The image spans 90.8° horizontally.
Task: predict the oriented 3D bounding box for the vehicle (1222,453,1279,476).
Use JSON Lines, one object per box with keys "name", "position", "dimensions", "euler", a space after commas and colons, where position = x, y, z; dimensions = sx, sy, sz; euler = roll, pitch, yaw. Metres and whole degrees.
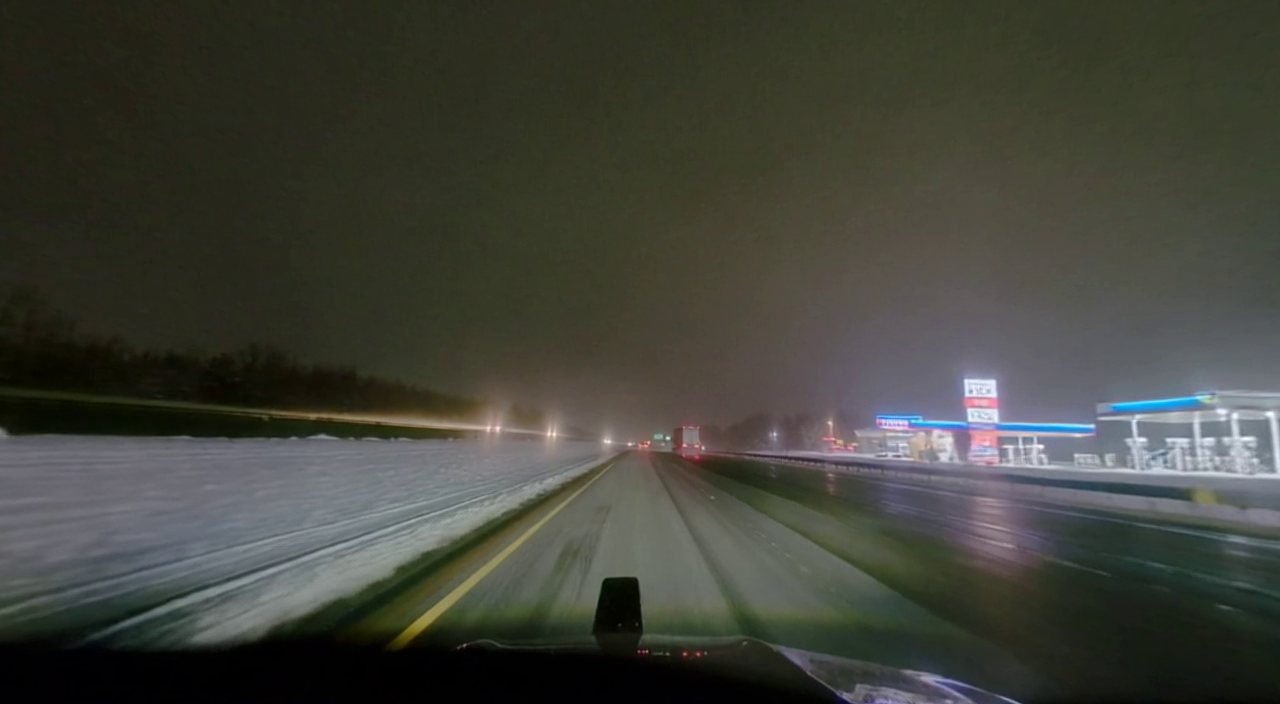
{"name": "vehicle", "position": [43.494, 7.740, 43.679], "dimensions": [1.820, 1.466, 4.874], "euler": [0, -8, 1]}
